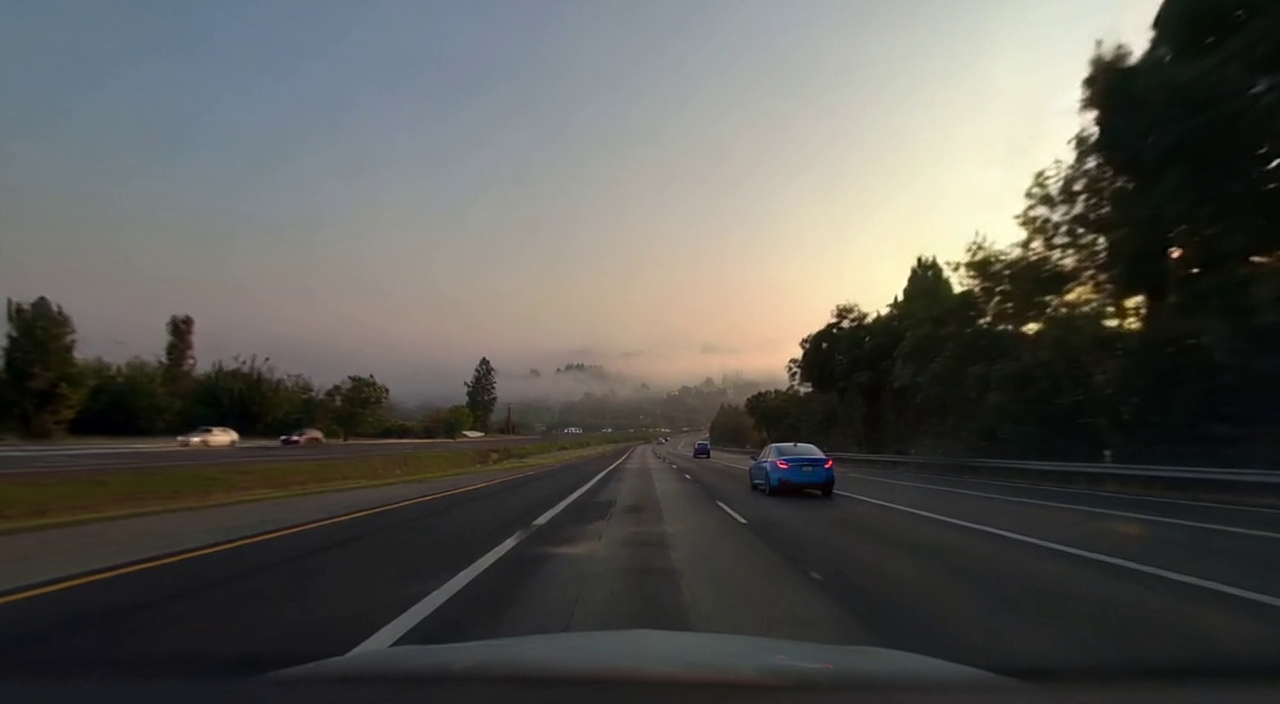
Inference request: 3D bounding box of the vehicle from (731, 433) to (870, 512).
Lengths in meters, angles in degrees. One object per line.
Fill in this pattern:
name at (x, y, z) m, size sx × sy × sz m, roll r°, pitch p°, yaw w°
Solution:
vehicle at (3.517, 2.741, 14.774) m, size 2.050 × 1.546 × 4.344 m, roll -1°, pitch -9°, yaw -1°
